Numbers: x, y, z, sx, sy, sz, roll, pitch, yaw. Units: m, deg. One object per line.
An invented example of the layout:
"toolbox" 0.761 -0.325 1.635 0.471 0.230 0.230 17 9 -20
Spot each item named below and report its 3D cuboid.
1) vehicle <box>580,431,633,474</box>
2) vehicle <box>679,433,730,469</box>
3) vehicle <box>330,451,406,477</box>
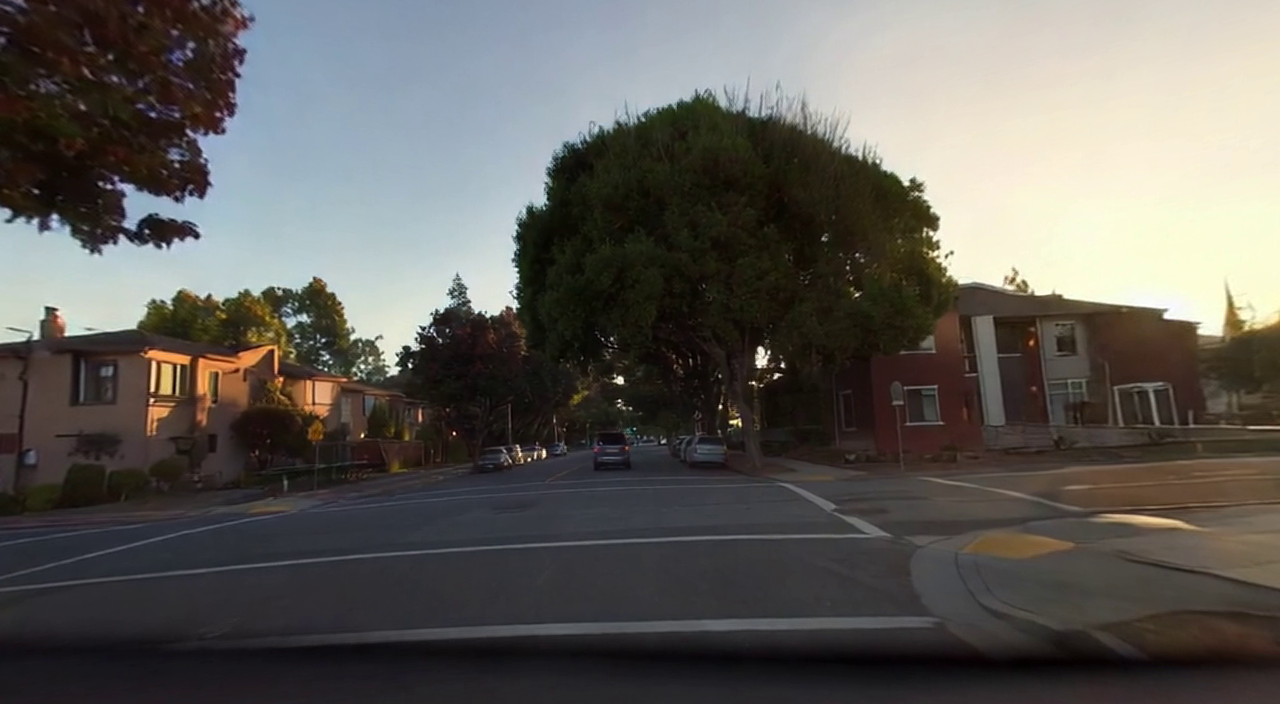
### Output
"vehicle" -1.380 4.428 27.994 2.172 1.722 4.201 0 -8 0
"vehicle" 3.099 4.860 31.074 1.987 1.608 3.883 0 -8 -2
"vehicle" -16.938 6.971 39.364 3.806 1.501 1.892 0 -9 1
